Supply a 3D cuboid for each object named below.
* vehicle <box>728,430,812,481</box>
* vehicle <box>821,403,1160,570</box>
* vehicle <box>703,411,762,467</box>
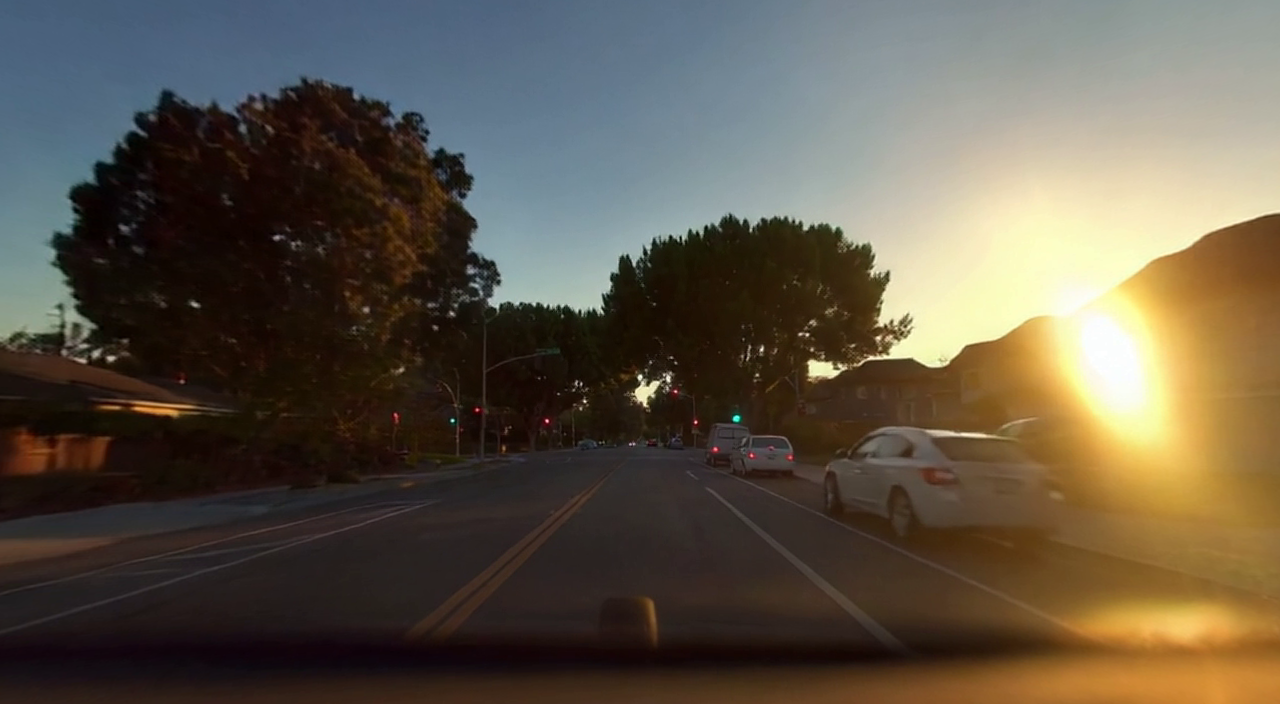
[{"bbox_3d":[4.777,3.903,24.019,2.202,1.712,4.813,0,-8,0],"label":"vehicle"},{"bbox_3d":[4.599,1.844,9.490,2.279,1.829,4.859,0,-8,0],"label":"vehicle"},{"bbox_3d":[4.959,4.790,34.614,2.398,2.806,4.857,0,-8,-1],"label":"vehicle"}]
